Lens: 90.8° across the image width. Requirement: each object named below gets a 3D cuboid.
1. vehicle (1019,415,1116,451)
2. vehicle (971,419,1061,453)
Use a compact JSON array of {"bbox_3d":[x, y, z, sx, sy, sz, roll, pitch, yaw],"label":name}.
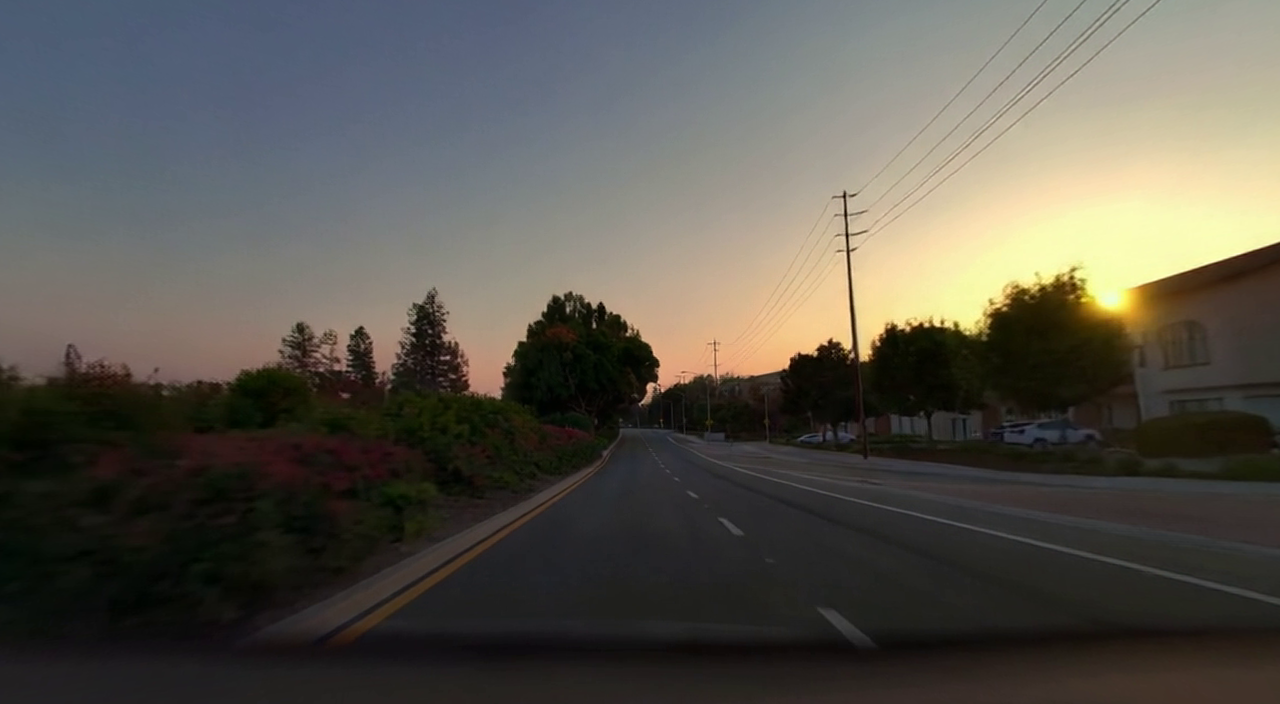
[{"bbox_3d":[26.237,5.072,39.054,2.212,2.073,5.220,0,-8,-1],"label":"vehicle"},{"bbox_3d":[23.114,5.262,39.136,2.206,1.947,5.463,0,-8,0],"label":"vehicle"}]
